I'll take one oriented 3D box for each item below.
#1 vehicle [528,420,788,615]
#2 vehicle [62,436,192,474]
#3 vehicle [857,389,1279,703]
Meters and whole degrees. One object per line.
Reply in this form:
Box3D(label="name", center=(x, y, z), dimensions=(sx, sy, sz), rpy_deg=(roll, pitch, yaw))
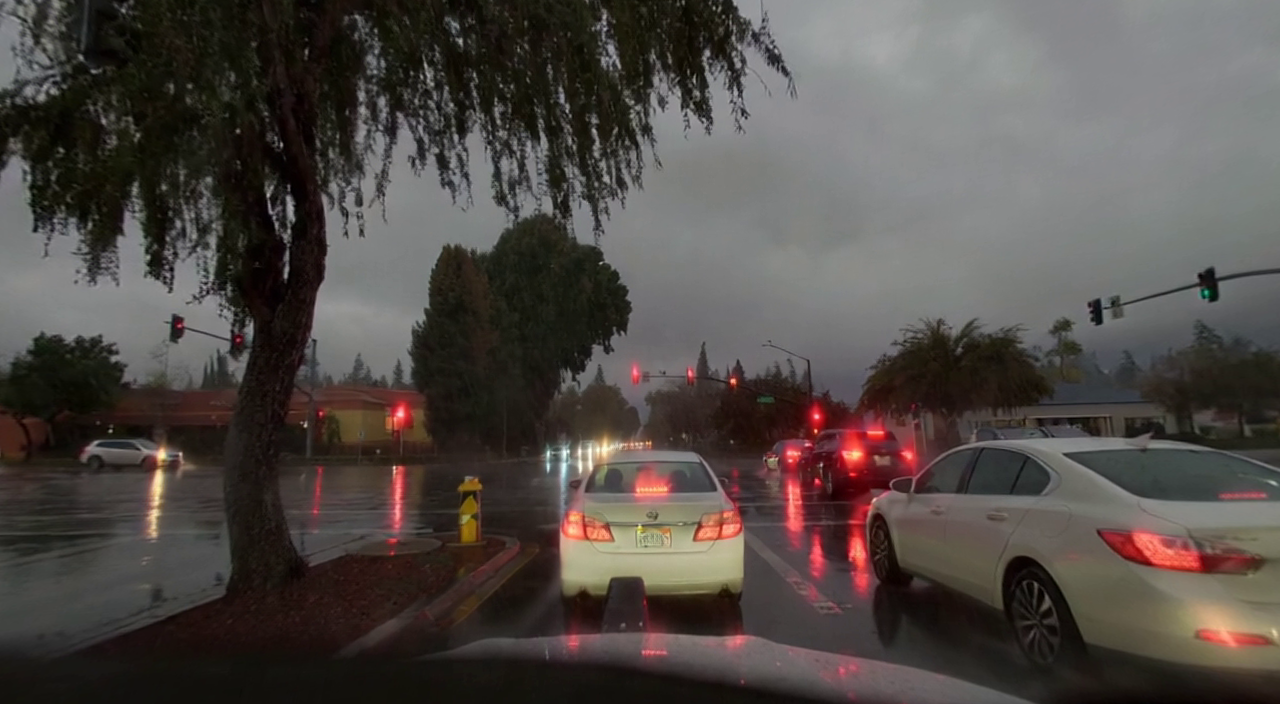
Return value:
Box3D(label="vehicle", center=(0.099, 1.566, 6.879), dimensions=(2.017, 1.485, 3.813), rpy_deg=(0, -8, -1))
Box3D(label="vehicle", center=(-24.278, 4.869, 29.983), dimensions=(4.450, 1.684, 1.894), rpy_deg=(0, -8, 0))
Box3D(label="vehicle", center=(3.169, 1.124, 3.894), dimensions=(1.931, 1.493, 4.555), rpy_deg=(0, -8, -1))
